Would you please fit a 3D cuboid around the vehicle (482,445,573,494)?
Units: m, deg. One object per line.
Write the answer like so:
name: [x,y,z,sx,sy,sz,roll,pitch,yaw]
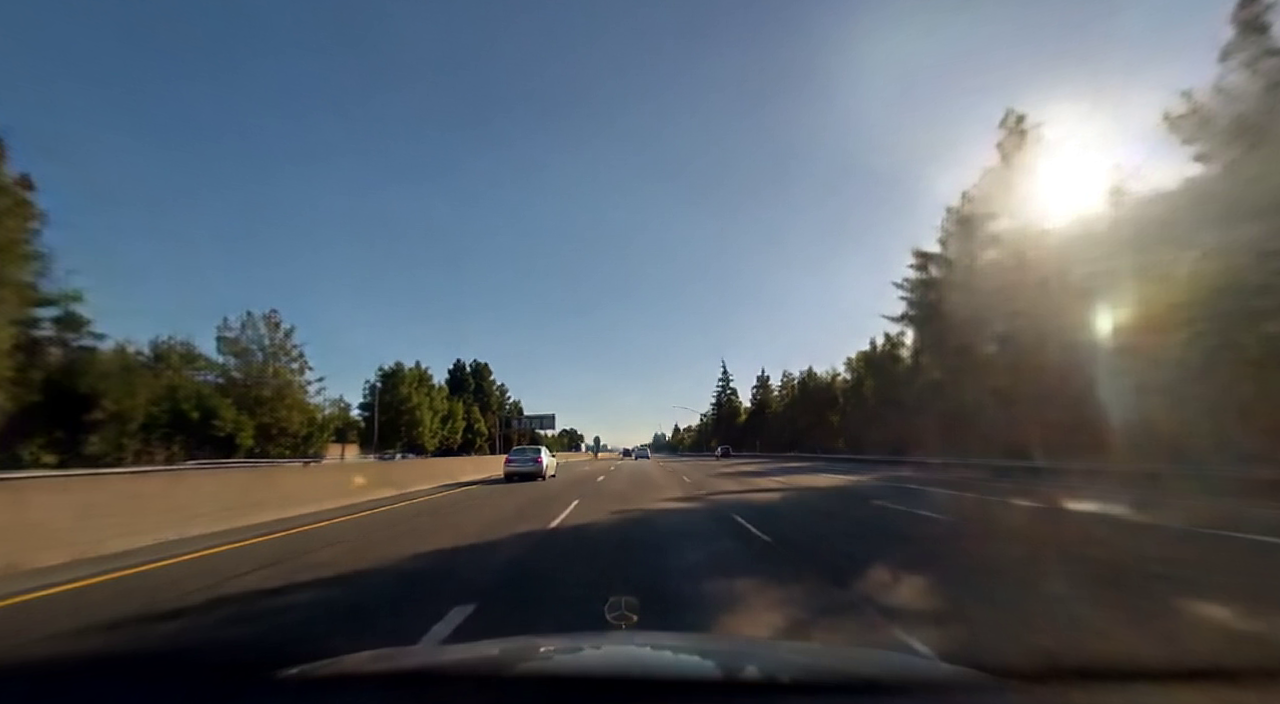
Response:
vehicle: [-3.702,3.963,21.588,2.162,1.493,4.583,0,-9,1]
